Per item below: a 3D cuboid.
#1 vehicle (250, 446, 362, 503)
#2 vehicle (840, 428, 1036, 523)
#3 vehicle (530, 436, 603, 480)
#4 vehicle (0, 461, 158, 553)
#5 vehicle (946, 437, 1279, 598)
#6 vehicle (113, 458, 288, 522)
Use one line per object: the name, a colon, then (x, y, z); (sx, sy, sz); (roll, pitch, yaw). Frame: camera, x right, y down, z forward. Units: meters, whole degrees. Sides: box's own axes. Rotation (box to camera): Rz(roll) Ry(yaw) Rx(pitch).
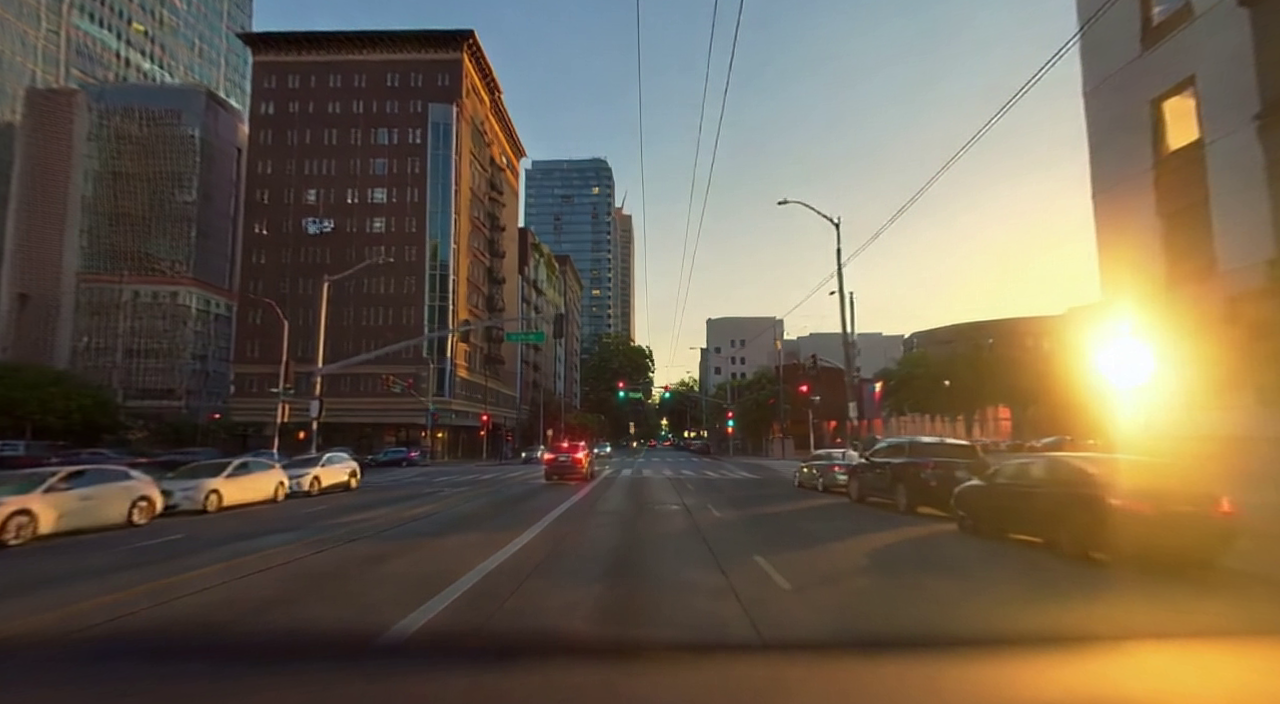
vehicle: (-12.132, 4.416, 23.245); (1.890, 1.781, 4.331); (-3, -8, -2)
vehicle: (6.083, 2.562, 13.697); (1.918, 1.674, 4.779); (0, -8, 0)
vehicle: (-2.610, 3.940, 23.674); (2.014, 1.480, 4.780); (0, -8, 2)
vehicle: (-12.244, 3.053, 12.732); (1.845, 1.493, 4.107); (-2, -8, -2)
vehicle: (5.893, 1.864, 8.103); (1.760, 1.471, 4.453); (0, -8, 1)
vehicle: (-12.204, 3.810, 17.965); (1.808, 1.475, 4.550); (0, -8, -2)
